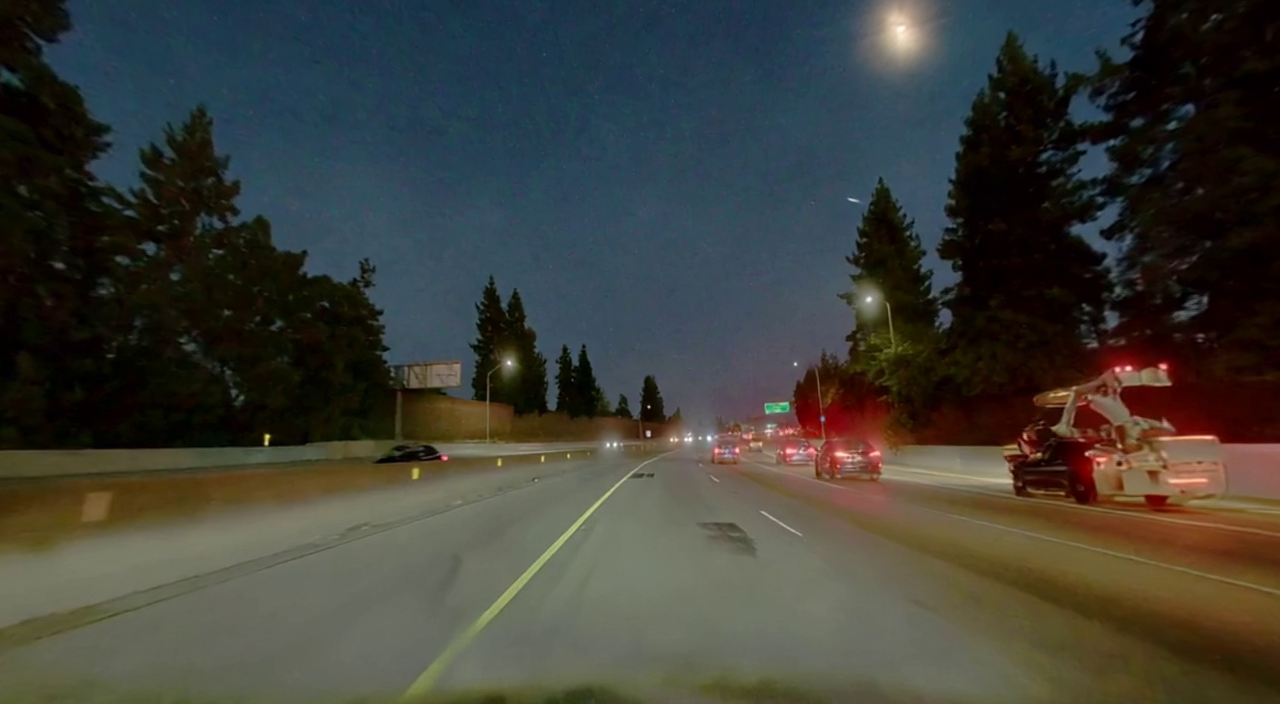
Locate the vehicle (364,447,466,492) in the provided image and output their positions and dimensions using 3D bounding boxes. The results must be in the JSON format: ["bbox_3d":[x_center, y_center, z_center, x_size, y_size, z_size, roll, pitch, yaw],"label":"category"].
[{"bbox_3d":[-8.323,4.367,23.882,1.904,1.458,4.723,-1,-8,3],"label":"vehicle"}]

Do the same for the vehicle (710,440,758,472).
[{"bbox_3d":[4.686,5.244,32.064,1.926,1.477,4.080,-1,-8,2],"label":"vehicle"}]

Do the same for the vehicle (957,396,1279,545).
[{"bbox_3d":[8.065,1.940,11.019,2.188,1.924,5.511,0,-8,1],"label":"vehicle"}]
